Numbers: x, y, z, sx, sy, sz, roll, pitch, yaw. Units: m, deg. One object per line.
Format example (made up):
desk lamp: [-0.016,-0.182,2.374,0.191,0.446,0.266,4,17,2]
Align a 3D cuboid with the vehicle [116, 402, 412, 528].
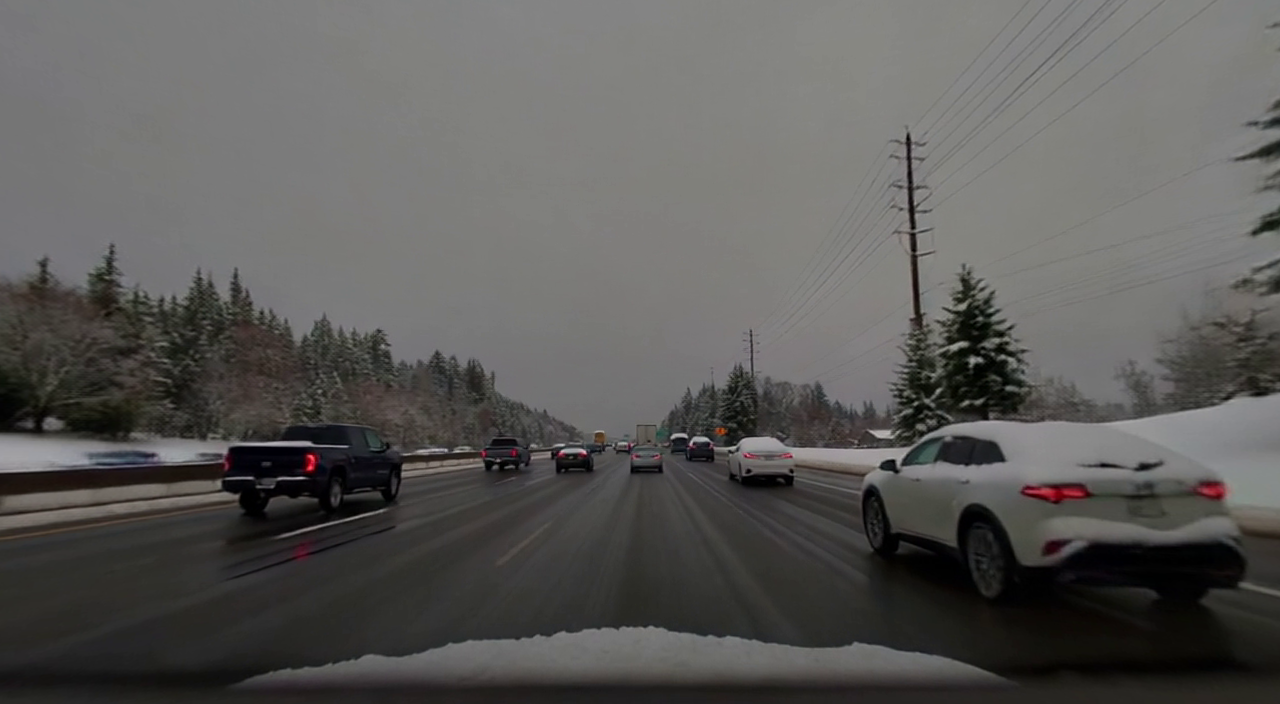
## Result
vehicle: [-6.913,2.182,12.752,2.269,1.936,5.777,-1,-8,2]

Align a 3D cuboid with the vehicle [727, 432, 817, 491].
vehicle: [4.187,3.531,20.699,2.002,1.691,4.290,0,-8,0]

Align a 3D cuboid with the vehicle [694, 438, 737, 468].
vehicle: [4.721,6.353,39.939,2.195,1.778,4.455,0,-8,0]

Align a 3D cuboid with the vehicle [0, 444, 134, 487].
vehicle: [-23.844,4.595,26.027,1.956,1.583,4.753,0,-8,1]

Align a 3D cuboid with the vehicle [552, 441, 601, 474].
vehicle: [-3.003,5.123,30.806,1.904,1.479,4.274,0,-8,1]

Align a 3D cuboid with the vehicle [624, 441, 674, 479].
vehicle: [0.350,4.510,26.542,1.966,1.444,3.986,0,-8,0]

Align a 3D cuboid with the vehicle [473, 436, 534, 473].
vehicle: [-6.653,5.057,31.201,1.978,1.680,4.263,0,-8,1]

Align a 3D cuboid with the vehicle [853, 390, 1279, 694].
vehicle: [3.643,1.320,5.546,2.051,1.595,4.301,0,-8,1]

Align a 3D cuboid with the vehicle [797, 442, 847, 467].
vehicle: [11.625,6.562,40.553,1.816,1.480,4.468,0,-8,0]
